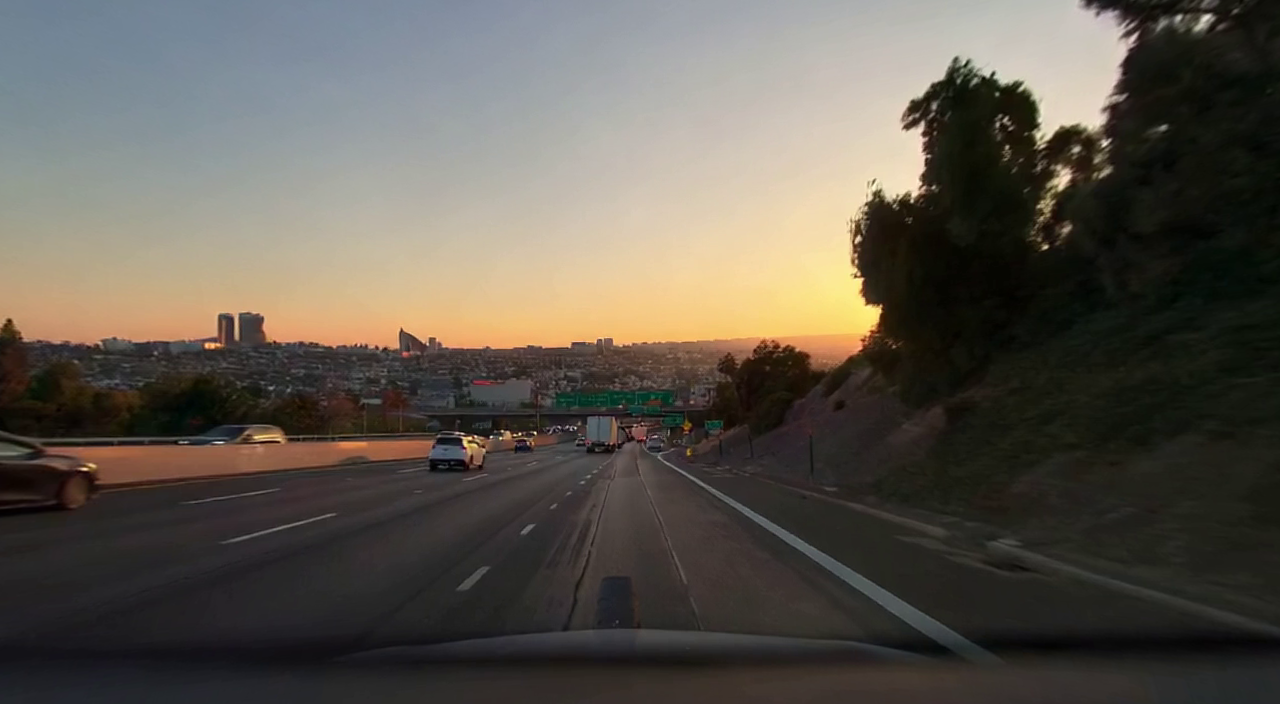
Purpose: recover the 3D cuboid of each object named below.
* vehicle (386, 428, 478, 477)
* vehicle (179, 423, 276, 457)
[{"bbox_3d":[-7.518,3.656,23.188,1.979,1.646,4.096,0,-8,0],"label":"vehicle"},{"bbox_3d":[-20.428,4.378,31.413,1.878,1.549,4.398,0,-8,0],"label":"vehicle"}]
